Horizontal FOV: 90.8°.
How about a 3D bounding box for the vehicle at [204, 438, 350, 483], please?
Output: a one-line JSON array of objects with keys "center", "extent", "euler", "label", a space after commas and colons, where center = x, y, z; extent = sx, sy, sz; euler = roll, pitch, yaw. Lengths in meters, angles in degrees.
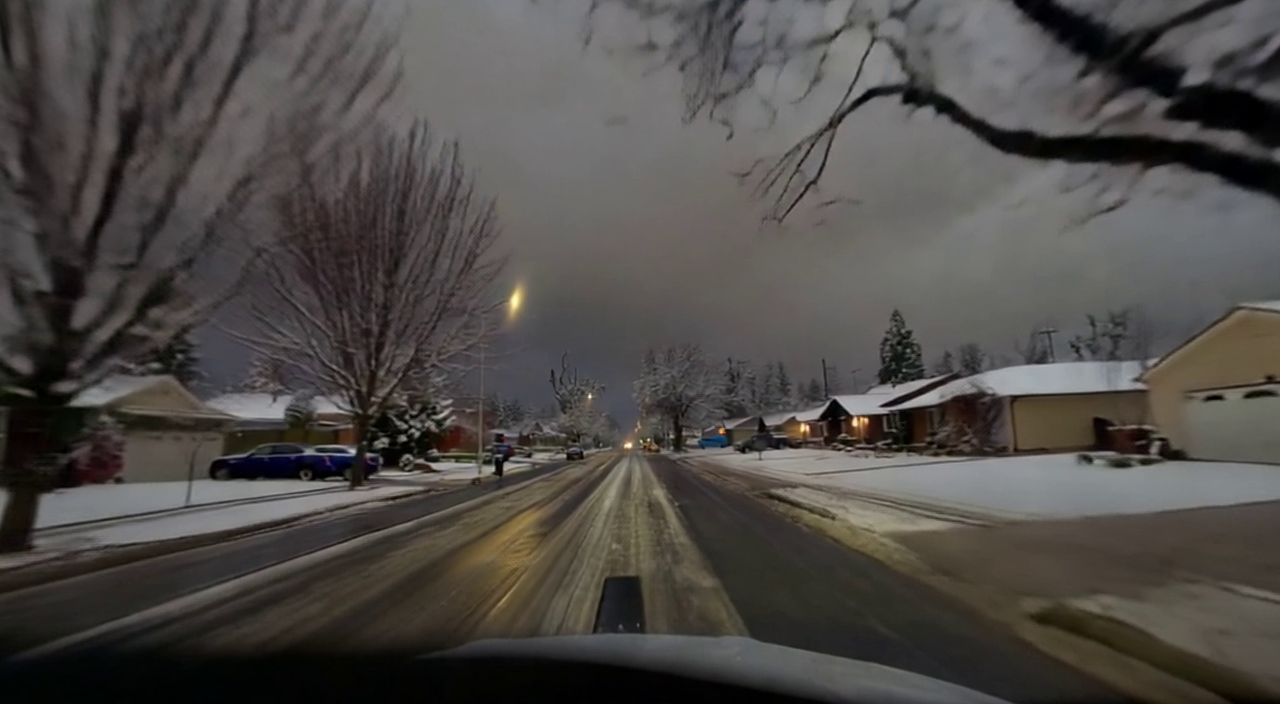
[{"center": [-15.188, 4.549, 26.676], "extent": [4.830, 1.725, 2.116], "euler": [0, -8, 2], "label": "vehicle"}]
